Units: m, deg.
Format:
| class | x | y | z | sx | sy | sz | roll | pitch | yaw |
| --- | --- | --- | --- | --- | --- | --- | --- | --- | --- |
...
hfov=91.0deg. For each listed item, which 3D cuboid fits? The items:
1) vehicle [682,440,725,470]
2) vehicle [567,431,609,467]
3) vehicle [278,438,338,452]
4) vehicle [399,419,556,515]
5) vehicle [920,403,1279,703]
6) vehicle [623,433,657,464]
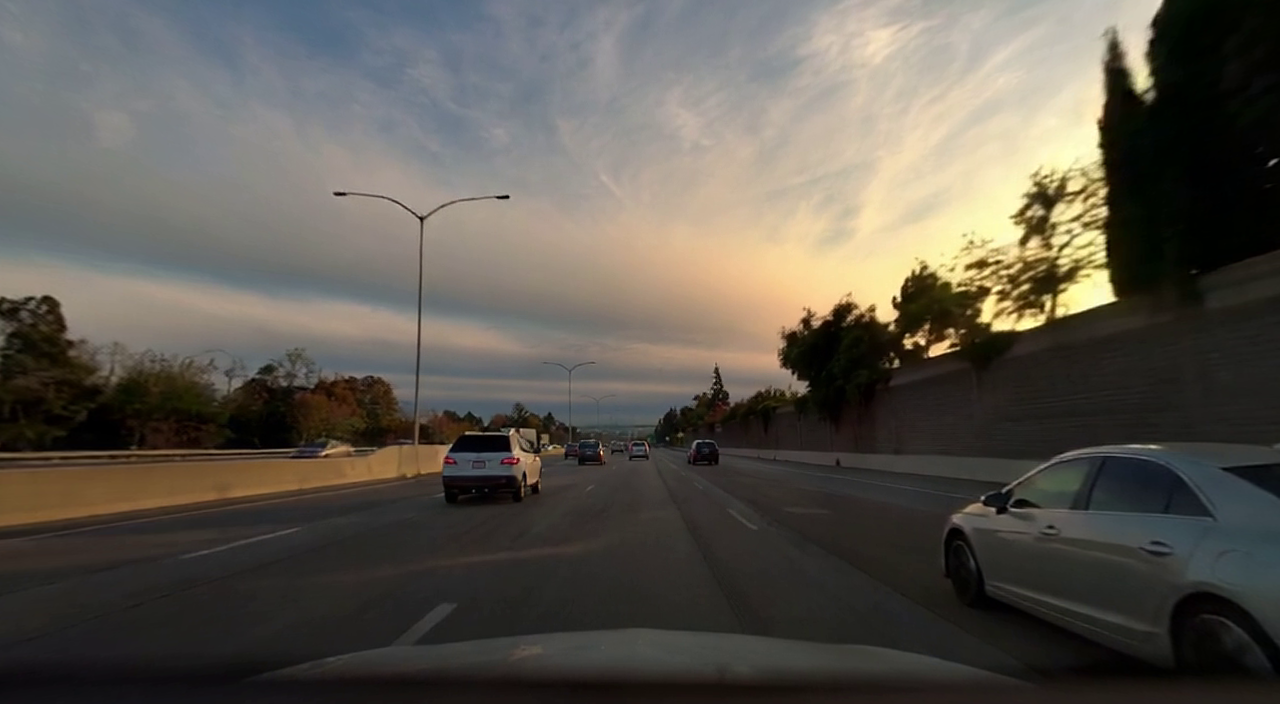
| class | x | y | z | sx | sy | sz | roll | pitch | yaw |
| --- | --- | --- | --- | --- | --- | --- | --- | --- | --- |
| vehicle | 3.997 | 6.548 | 40.311 | 2.224 | 1.752 | 4.487 | 0 | -8 | -1 |
| vehicle | -3.336 | 6.412 | 41.548 | 2.378 | 2.214 | 4.352 | 0 | -8 | 0 |
| vehicle | -19.998 | 5.607 | 38.070 | 1.675 | 0.796 | 3.525 | 0 | -8 | 0 |
| vehicle | -3.507 | 2.616 | 14.920 | 2.184 | 1.819 | 5.441 | 0 | -8 | 1 |
| vehicle | 3.564 | 1.134 | 3.429 | 1.916 | 1.566 | 4.611 | 1 | -8 | -1 |
| vehicle | 0.002 | 7.502 | 49.034 | 2.485 | 2.215 | 5.199 | 0 | -8 | 0 |
